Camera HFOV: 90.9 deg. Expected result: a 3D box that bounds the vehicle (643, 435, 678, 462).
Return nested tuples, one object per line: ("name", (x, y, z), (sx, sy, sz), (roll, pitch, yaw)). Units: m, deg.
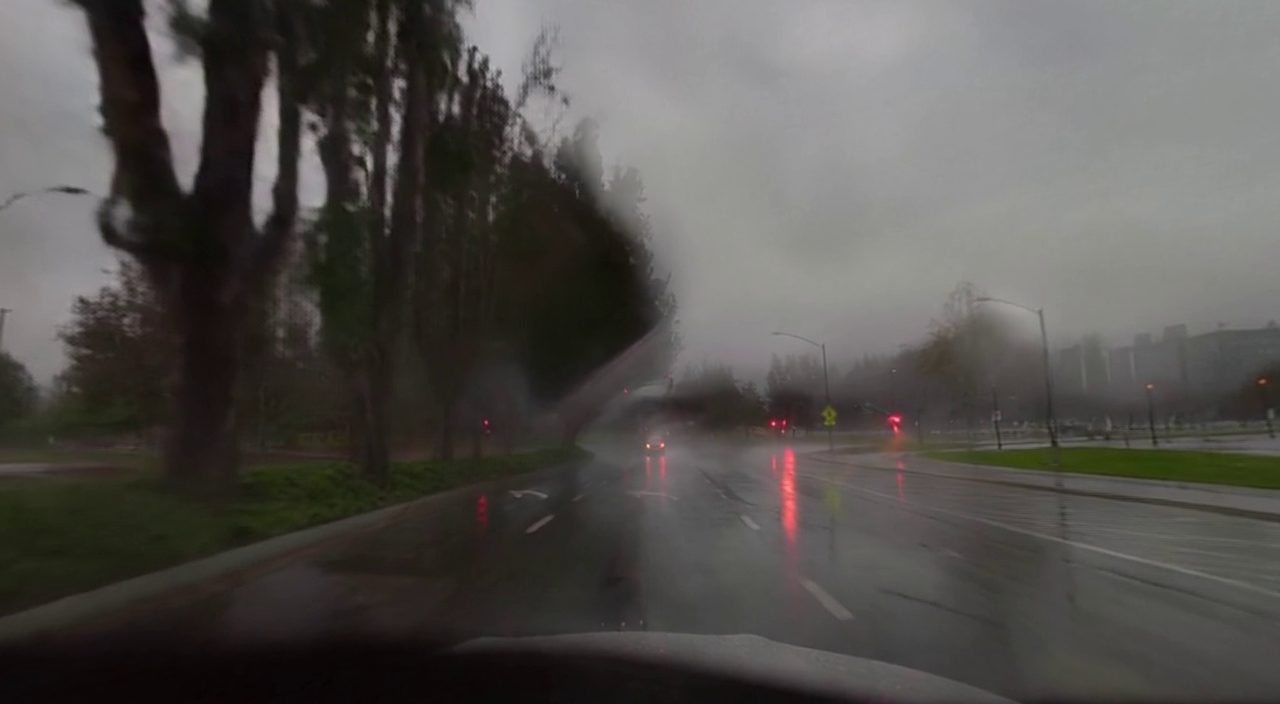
("vehicle", (1.461, 6.612, 43.246), (2.298, 1.770, 4.138), (-1, -8, 3))
